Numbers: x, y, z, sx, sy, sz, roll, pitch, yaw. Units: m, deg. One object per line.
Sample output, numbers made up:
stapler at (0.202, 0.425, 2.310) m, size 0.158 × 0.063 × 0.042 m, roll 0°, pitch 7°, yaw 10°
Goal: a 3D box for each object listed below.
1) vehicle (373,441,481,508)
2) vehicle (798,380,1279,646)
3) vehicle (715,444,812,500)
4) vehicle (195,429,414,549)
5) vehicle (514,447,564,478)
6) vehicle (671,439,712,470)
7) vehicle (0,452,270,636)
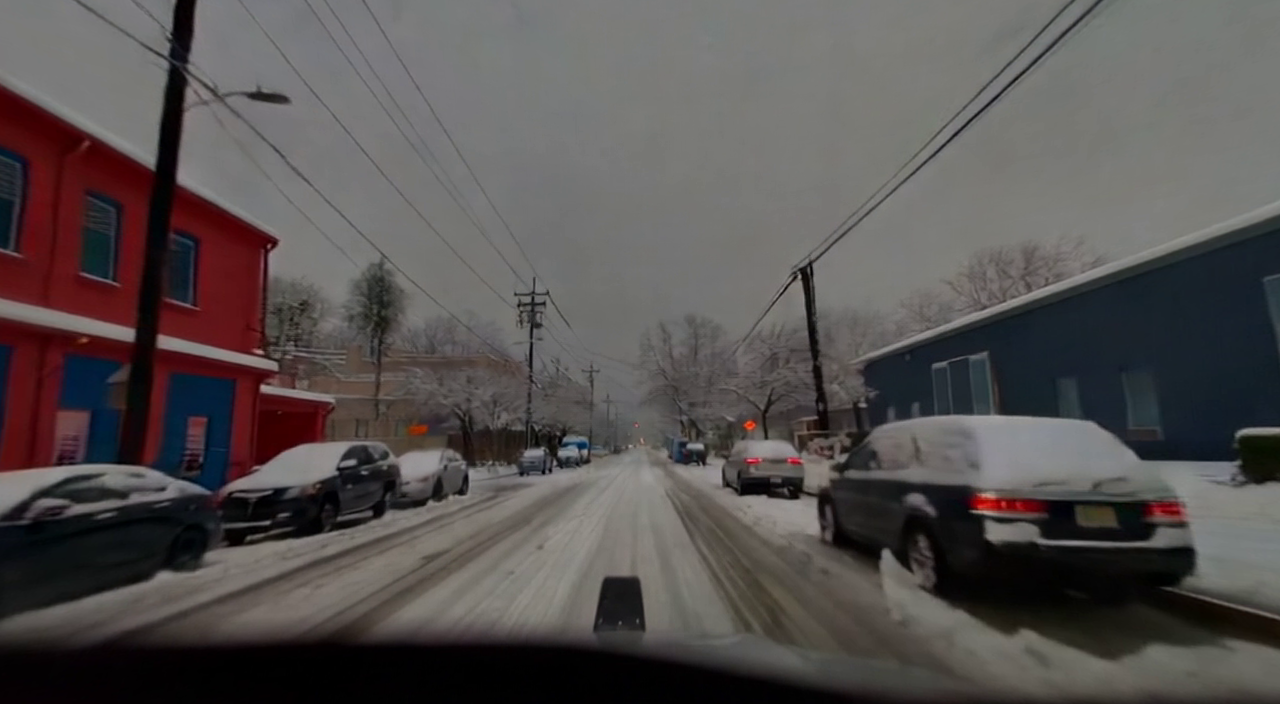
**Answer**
vehicle at (-6.232, 3.612, 18.977) m, size 1.906 × 1.623 × 4.057 m, roll -4°, pitch -9°, yaw -2°
vehicle at (3.426, 1.457, 6.765) m, size 2.182 × 1.824 × 4.622 m, roll 0°, pitch -9°, yaw -1°
vehicle at (3.578, 3.548, 19.208) m, size 1.942 × 1.476 × 4.739 m, roll 0°, pitch -9°, yaw -1°
vehicle at (-6.210, 2.542, 12.468) m, size 1.983 × 1.809 × 4.503 m, roll -2°, pitch -8°, yaw -2°
vehicle at (-5.802, 6.395, 36.888) m, size 1.910 × 1.488 × 3.999 m, roll -2°, pitch -6°, yaw 6°
vehicle at (3.408, 6.882, 42.714) m, size 2.313 × 1.937 × 5.092 m, roll 0°, pitch -9°, yaw 0°
vehicle at (-6.253, 1.878, 6.798) m, size 1.844 × 1.486 × 4.474 m, roll -2°, pitch -9°, yaw 0°
